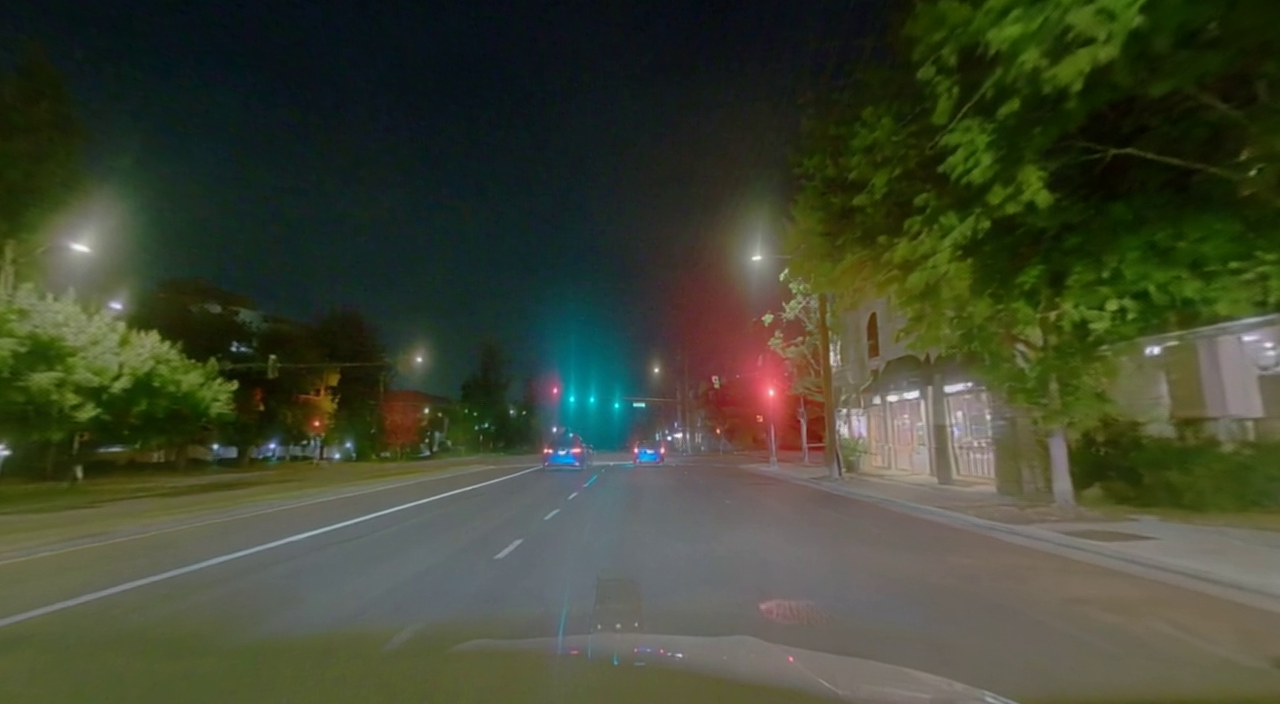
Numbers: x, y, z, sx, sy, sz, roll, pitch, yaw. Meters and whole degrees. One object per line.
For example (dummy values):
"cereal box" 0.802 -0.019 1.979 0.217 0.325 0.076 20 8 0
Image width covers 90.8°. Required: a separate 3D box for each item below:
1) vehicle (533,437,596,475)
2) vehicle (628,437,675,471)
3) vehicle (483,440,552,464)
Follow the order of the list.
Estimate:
"vehicle" -3.100 4.403 26.928 2.032 1.467 4.411 0 -9 1
"vehicle" 0.520 4.774 29.727 2.059 1.456 4.047 0 -9 0
"vehicle" -8.965 7.281 46.192 4.541 1.689 1.966 5 -10 -29
